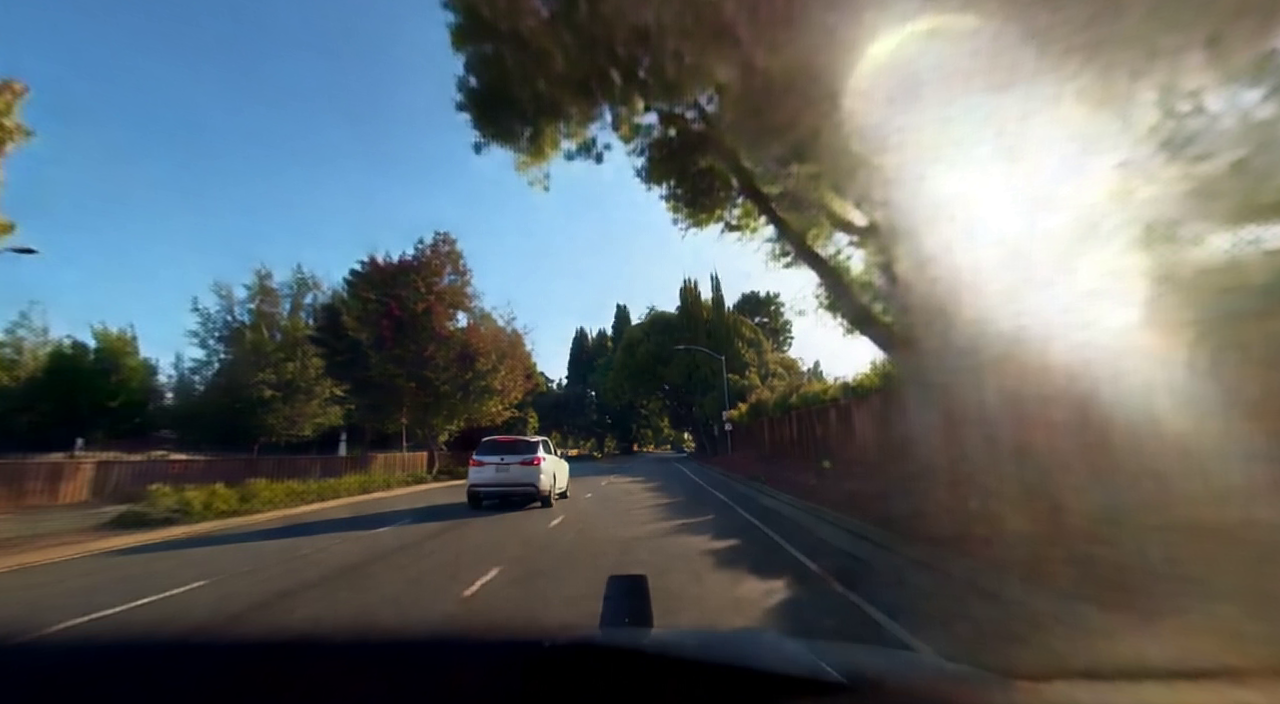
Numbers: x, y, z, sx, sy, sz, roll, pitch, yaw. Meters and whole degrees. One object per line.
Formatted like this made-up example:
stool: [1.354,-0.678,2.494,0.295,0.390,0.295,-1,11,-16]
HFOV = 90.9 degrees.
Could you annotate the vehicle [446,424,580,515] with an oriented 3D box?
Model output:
vehicle: [-2.834,2.763,15.386,2.160,1.855,4.695,0,-8,2]
